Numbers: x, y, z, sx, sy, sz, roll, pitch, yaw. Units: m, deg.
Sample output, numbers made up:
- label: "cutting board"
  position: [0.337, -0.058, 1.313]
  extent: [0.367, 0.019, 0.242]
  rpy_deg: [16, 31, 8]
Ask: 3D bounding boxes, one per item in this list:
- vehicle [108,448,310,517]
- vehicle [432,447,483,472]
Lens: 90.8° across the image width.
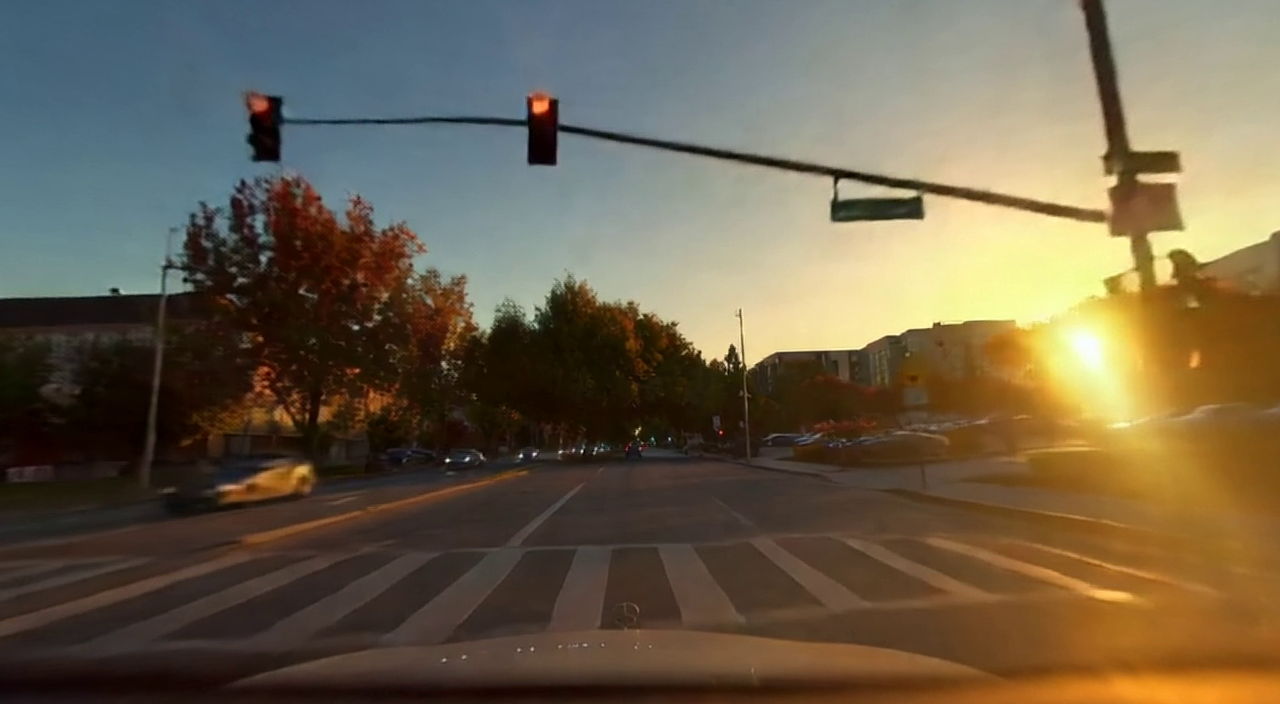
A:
- label: "vehicle"
  position: [-11.011, 3.330, 16.719]
  extent: [1.914, 1.499, 4.785]
  rpy_deg: [-1, -8, 1]
- label: "vehicle"
  position: [-11.890, 7.018, 41.402]
  extent: [1.945, 1.492, 4.672]
  rpy_deg: [0, -8, 0]
